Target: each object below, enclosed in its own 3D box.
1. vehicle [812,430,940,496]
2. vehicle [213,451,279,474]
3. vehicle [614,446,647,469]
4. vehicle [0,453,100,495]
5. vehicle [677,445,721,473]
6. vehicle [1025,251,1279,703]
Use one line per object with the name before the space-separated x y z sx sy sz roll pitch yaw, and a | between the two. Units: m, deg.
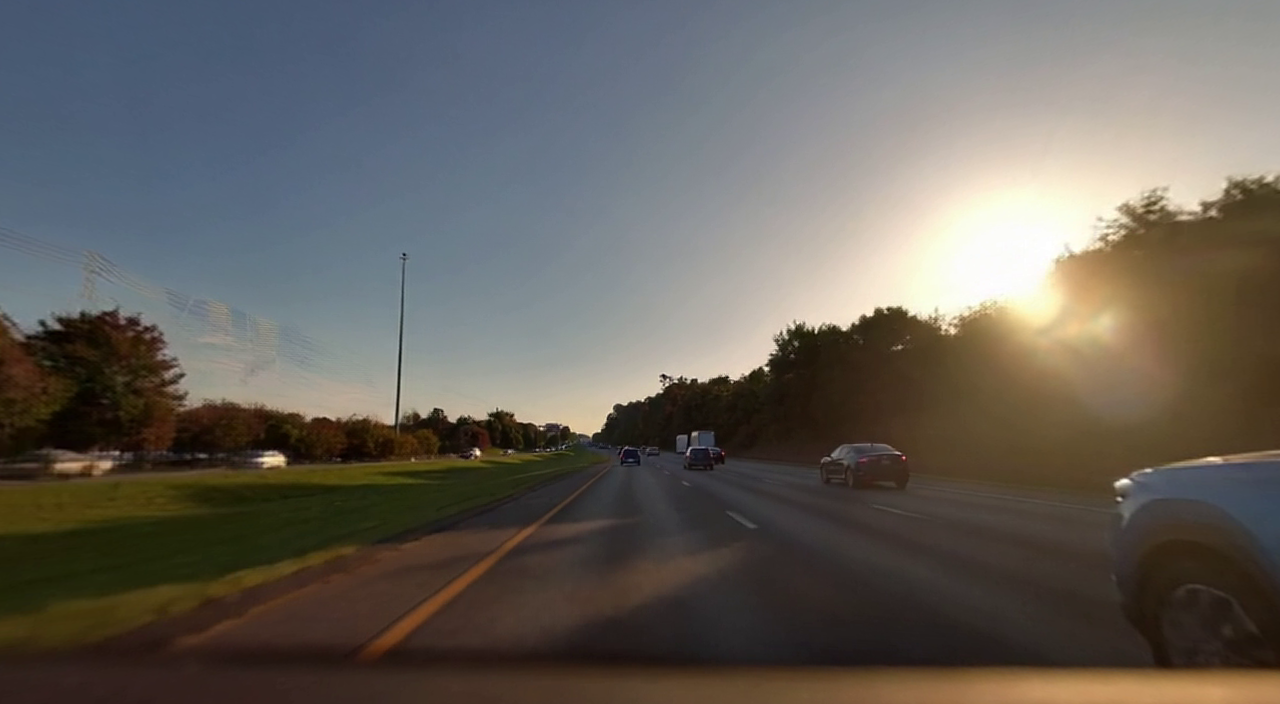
vehicle | 7.250 3.457 20.071 2.114 1.800 4.779 0 -8 -1
vehicle | -29.059 8.151 46.806 2.040 1.608 4.477 0 -8 -1
vehicle | -0.605 6.922 41.628 2.085 1.449 3.860 0 -8 -1
vehicle | -24.633 4.821 25.341 1.913 1.482 4.512 0 -8 0
vehicle | 3.313 6.091 36.145 1.978 1.488 4.252 0 -8 -2
vehicle | 3.655 0.400 0.778 2.461 2.013 6.075 0 -8 -1
